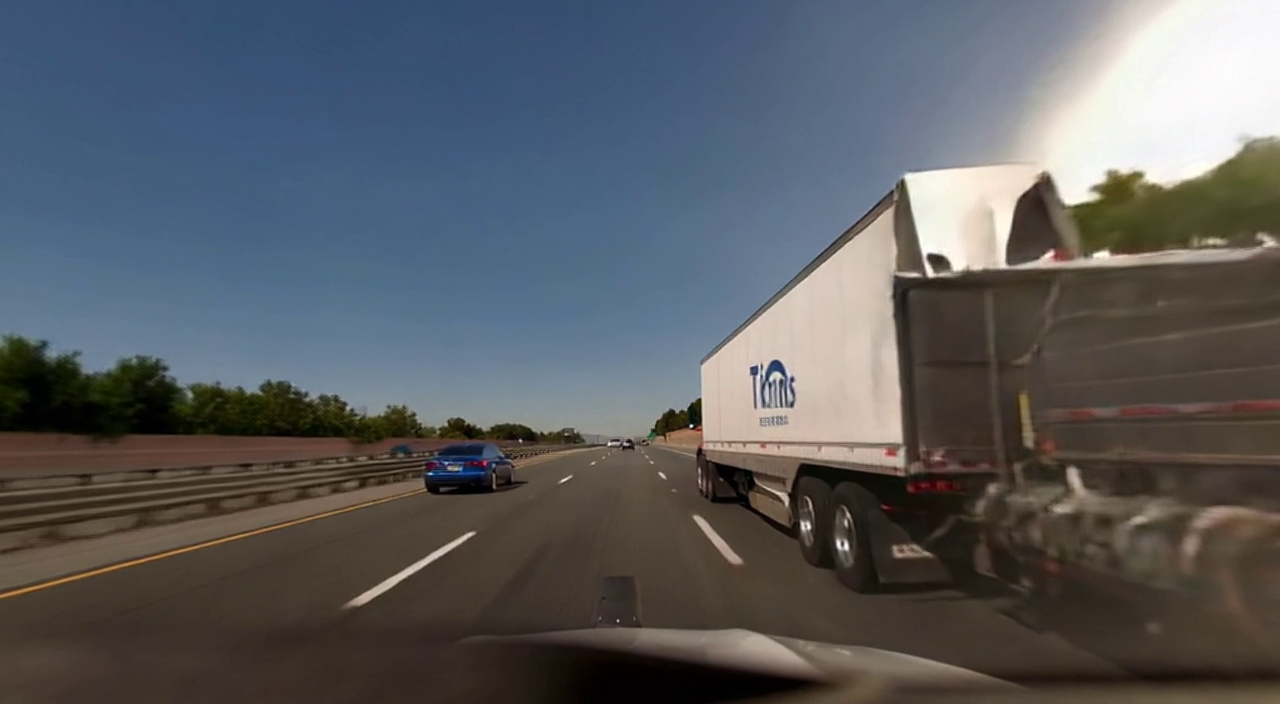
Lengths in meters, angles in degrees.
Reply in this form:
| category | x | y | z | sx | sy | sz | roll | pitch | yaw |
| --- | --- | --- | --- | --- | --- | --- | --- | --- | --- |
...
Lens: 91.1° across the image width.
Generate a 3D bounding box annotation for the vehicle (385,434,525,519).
| category | x | y | z | sx | sy | sz | roll | pitch | yaw |
| --- | --- | --- | --- | --- | --- | --- | --- | --- | --- |
| vehicle | -4.140 | 2.831 | 14.945 | 2.063 | 1.661 | 4.439 | 1 | -8 | -2 |
